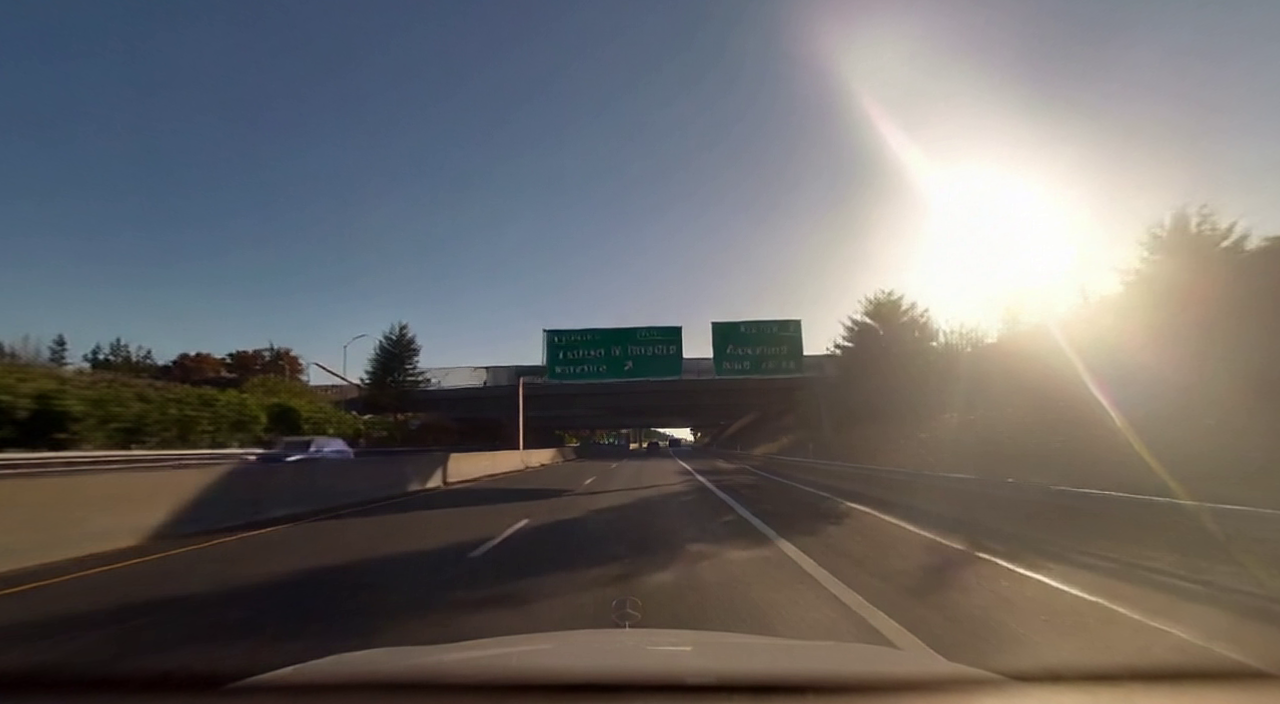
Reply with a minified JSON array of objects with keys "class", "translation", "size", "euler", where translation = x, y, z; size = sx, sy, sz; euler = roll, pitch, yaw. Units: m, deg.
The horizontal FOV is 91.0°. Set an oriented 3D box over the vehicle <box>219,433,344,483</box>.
[{"class":"vehicle","translation":[-13.369,3.968,23.852],"size":[1.941,1.706,4.601],"euler":[0,-8,1]}]
